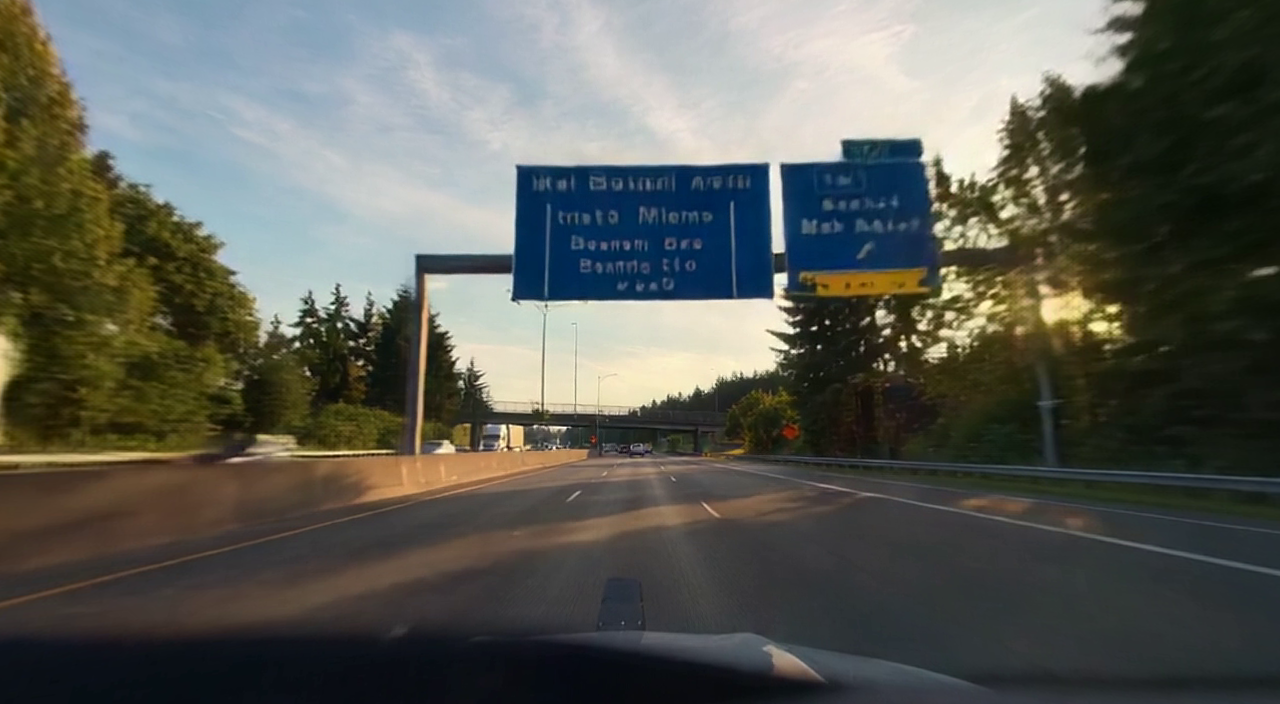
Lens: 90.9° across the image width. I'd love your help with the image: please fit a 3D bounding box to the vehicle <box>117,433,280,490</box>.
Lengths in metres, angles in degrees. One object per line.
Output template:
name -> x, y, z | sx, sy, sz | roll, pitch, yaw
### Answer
vehicle -> -12.268, 3.073, 17.868 | 1.806, 1.414, 3.868 | 0, -9, 0
